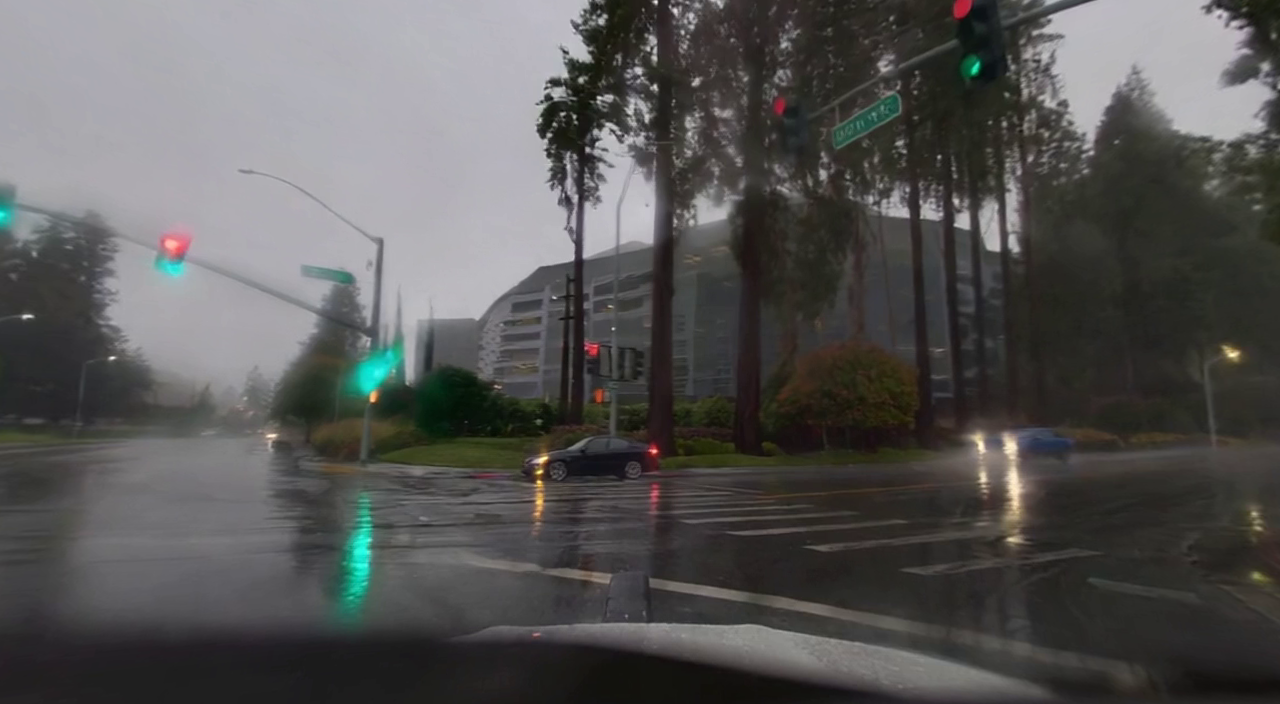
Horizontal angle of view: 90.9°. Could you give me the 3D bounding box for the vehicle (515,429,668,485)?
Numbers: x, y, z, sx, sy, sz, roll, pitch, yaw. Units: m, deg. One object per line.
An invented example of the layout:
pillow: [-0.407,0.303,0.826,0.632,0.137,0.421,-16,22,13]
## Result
vehicle: [-1.343,2.862,17.464,3.816,1.410,1.757,4,-9,-24]

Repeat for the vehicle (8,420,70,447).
vehicle: [-41.050,5.611,43.172,2.123,1.761,4.322,5,-10,-32]

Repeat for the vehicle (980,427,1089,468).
vehicle: [17.612,4.235,28.117,4.662,1.687,2.145,5,-9,-31]
